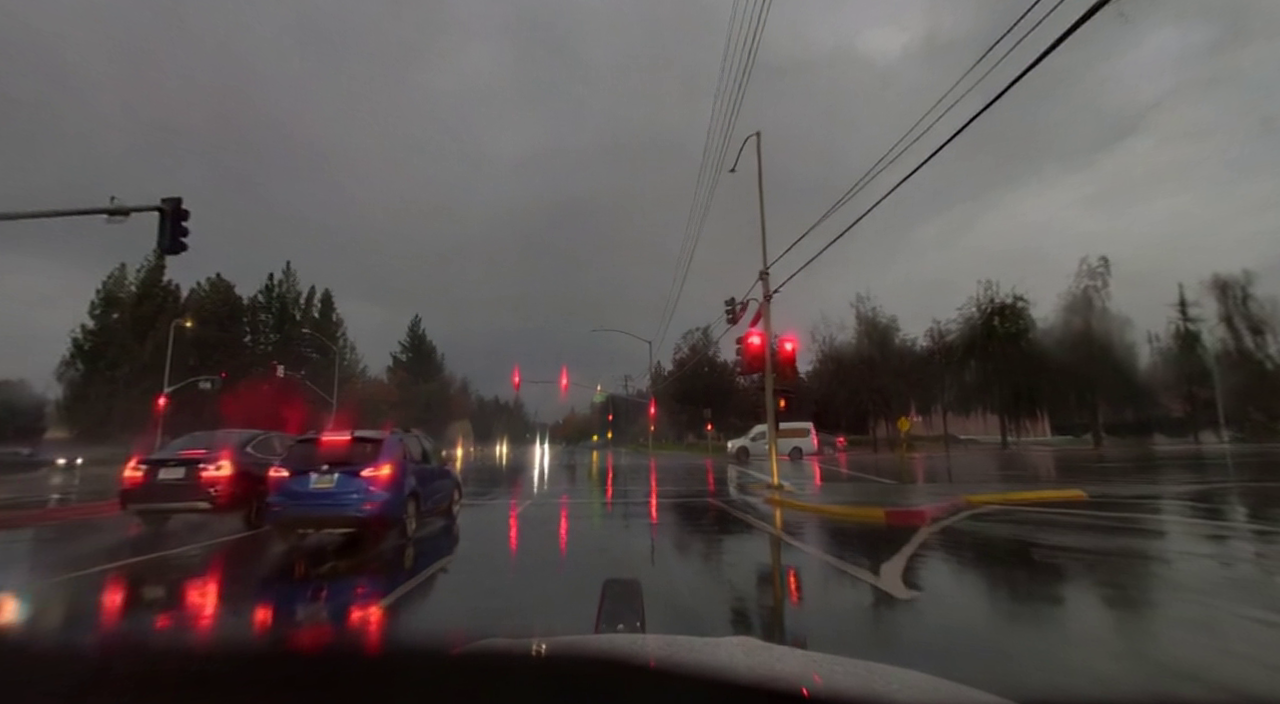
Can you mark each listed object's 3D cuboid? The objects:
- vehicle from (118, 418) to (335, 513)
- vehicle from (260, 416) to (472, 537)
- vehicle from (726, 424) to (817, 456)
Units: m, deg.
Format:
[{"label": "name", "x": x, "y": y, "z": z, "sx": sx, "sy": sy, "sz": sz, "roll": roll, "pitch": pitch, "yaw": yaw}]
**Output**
[{"label": "vehicle", "x": -7.856, "y": 2.190, "z": 12.501, "sx": 1.761, "sy": 1.574, "sz": 3.871, "roll": 1, "pitch": -9, "yaw": -2}, {"label": "vehicle", "x": -4.148, "y": 1.945, "z": 10.348, "sx": 1.815, "sy": 1.569, "sz": 3.940, "roll": 1, "pitch": -9, "yaw": -2}, {"label": "vehicle", "x": 7.421, "y": 5.008, "z": 35.876, "sx": 4.884, "sy": 1.714, "sz": 2.021, "roll": -1, "pitch": -9, "yaw": 11}]
